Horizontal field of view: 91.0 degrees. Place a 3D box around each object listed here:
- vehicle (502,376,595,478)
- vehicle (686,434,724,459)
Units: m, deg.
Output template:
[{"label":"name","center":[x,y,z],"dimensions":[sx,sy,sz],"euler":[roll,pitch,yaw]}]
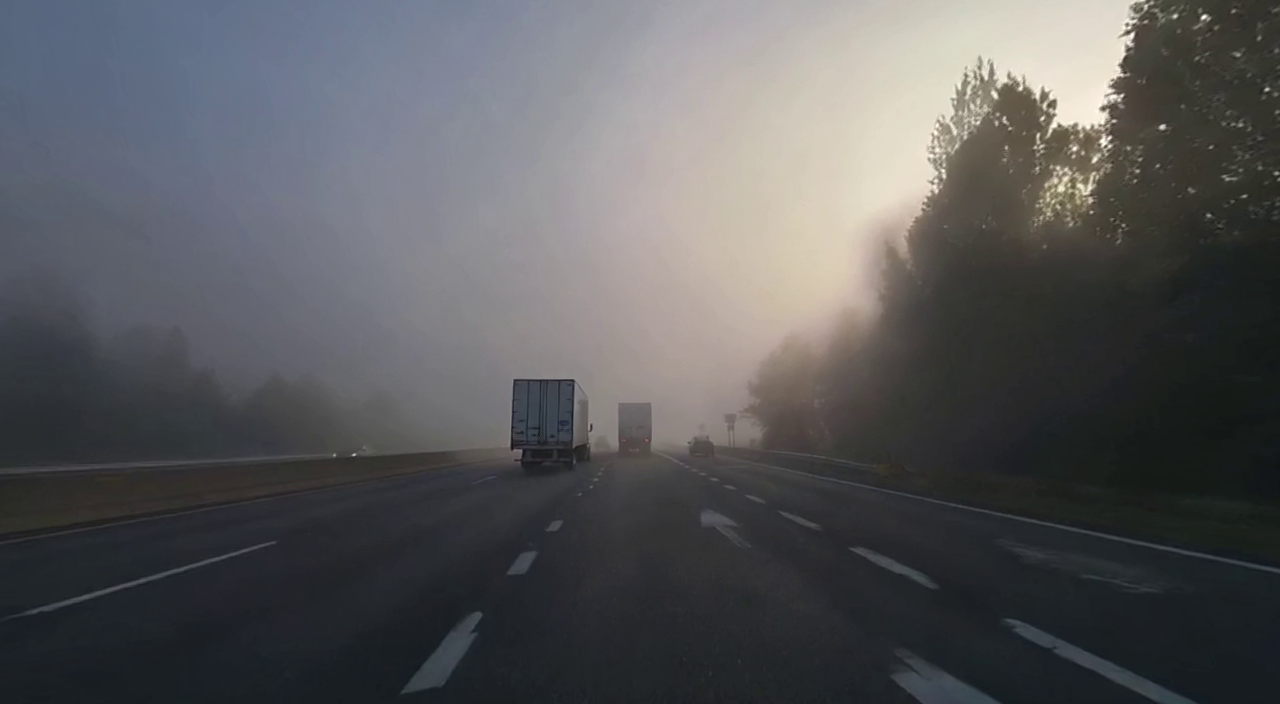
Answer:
[{"label":"vehicle","center":[-3.318,3.011,24.783],"dimensions":[2.728,3.405,7.096],"euler":[0,-8,-1]},{"label":"vehicle","center":[4.054,5.942,39.697],"dimensions":[1.891,1.477,3.599],"euler":[0,-8,-2]}]
